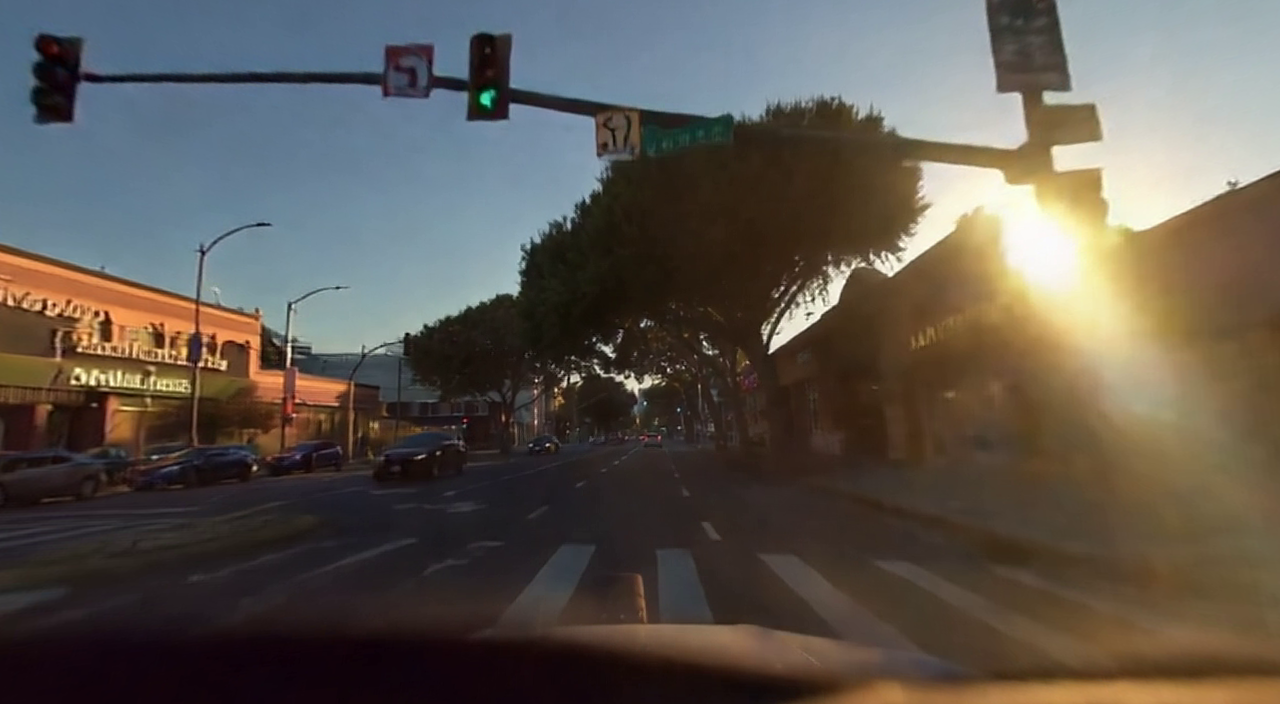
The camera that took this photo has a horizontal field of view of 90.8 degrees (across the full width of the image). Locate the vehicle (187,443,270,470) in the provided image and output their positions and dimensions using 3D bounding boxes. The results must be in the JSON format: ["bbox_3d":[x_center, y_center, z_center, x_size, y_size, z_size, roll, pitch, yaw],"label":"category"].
[{"bbox_3d":[-27.606,6.971,42.503,1.969,1.636,4.136,-5,-9,29],"label":"vehicle"}]

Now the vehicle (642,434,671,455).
[{"bbox_3d":[1.318,7.233,49.590,2.168,1.545,4.047,-1,-8,2],"label":"vehicle"}]

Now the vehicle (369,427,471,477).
[{"bbox_3d":[-8.772,4.028,25.733,2.281,1.834,4.736,-1,-8,3],"label":"vehicle"}]

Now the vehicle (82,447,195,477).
[{"bbox_3d":[-27.858,6.084,35.251,1.755,1.445,4.485,-5,-9,29],"label":"vehicle"}]

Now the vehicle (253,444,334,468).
[{"bbox_3d":[-23.614,7.074,43.211,1.985,1.469,4.428,-5,-9,29],"label":"vehicle"}]

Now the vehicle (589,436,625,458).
[{"bbox_3d":[-2.269,6.590,44.123,1.962,1.420,4.021,-1,-8,4],"label":"vehicle"}]
